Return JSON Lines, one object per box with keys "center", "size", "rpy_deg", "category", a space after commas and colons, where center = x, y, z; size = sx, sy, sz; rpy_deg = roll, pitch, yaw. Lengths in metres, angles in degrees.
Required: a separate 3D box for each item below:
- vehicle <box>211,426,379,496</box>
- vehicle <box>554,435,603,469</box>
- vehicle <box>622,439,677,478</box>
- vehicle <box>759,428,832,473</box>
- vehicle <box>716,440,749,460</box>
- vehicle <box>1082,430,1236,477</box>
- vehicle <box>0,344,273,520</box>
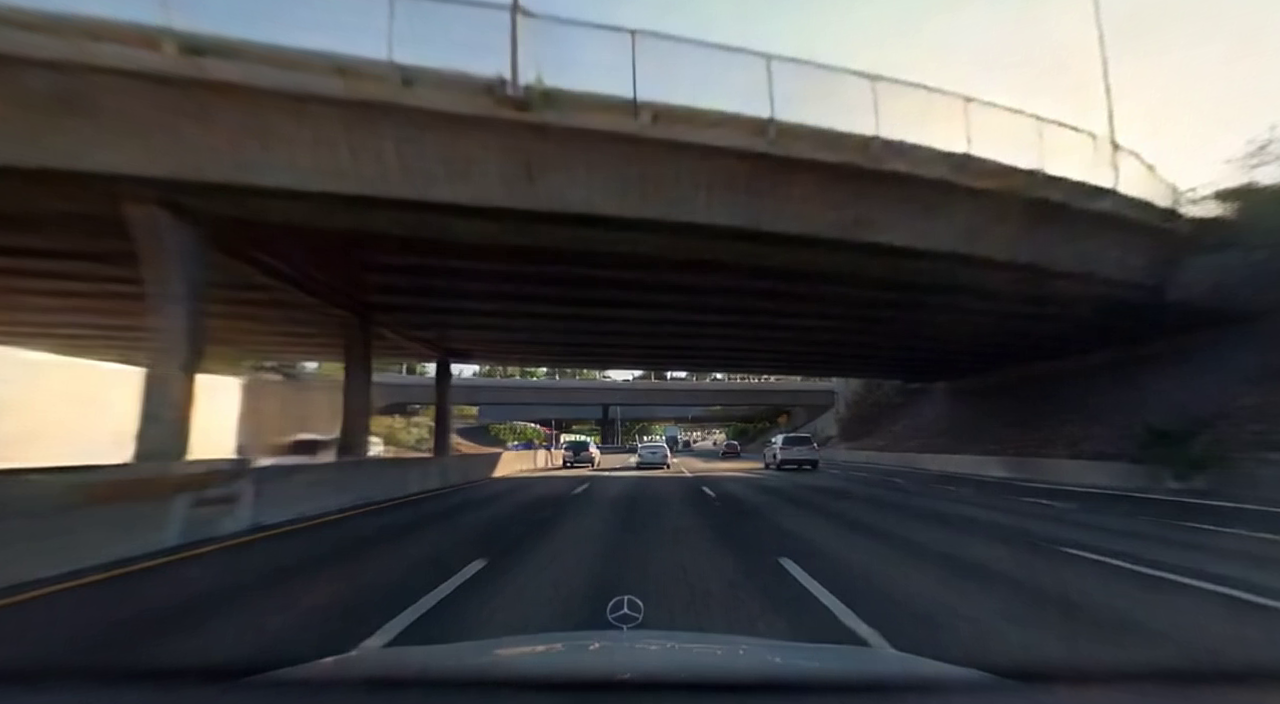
{"center": [-9.284, 2.968, 17.568], "size": [1.969, 1.668, 4.739], "rpy_deg": [0, -8, 0], "category": "vehicle"}
{"center": [-3.290, 5.425, 34.380], "size": [2.140, 1.720, 4.410], "rpy_deg": [0, -8, 1], "category": "vehicle"}
{"center": [0.366, 4.314, 25.867], "size": [2.071, 1.464, 4.162], "rpy_deg": [0, -8, 0], "category": "vehicle"}
{"center": [7.238, 4.632, 29.905], "size": [2.094, 1.916, 5.099], "rpy_deg": [0, -8, 0], "category": "vehicle"}
{"center": [7.189, 7.670, 49.416], "size": [1.894, 1.511, 4.148], "rpy_deg": [0, -8, -1], "category": "vehicle"}
{"center": [20.257, 3.980, 24.954], "size": [1.912, 1.652, 4.601], "rpy_deg": [0, -8, -5], "category": "vehicle"}
{"center": [-16.323, 2.538, 19.177], "size": [2.834, 4.050, 12.376], "rpy_deg": [0, -8, 0], "category": "vehicle"}
